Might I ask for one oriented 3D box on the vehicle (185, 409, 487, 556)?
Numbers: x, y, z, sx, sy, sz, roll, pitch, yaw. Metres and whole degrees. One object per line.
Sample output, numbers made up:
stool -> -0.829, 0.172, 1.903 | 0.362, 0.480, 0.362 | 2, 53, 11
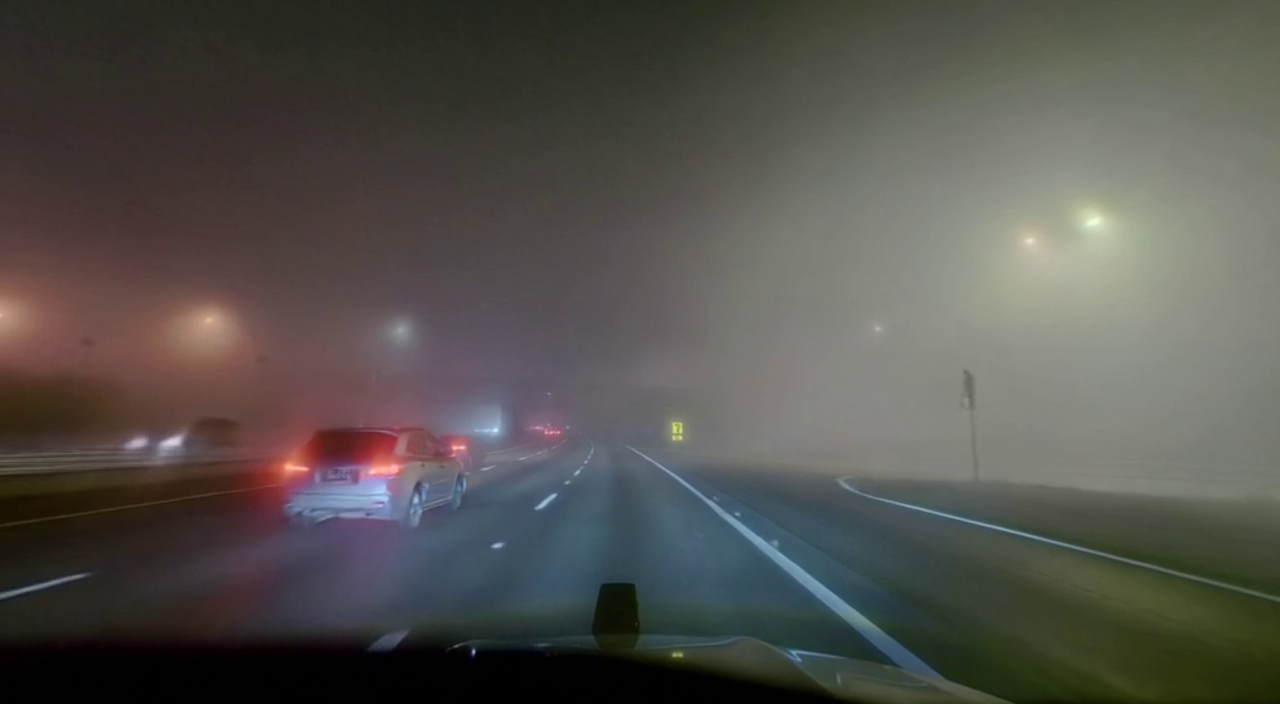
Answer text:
vehicle -> -3.949, 1.774, 9.420 | 2.123, 1.601, 4.887 | 0, -8, -1
